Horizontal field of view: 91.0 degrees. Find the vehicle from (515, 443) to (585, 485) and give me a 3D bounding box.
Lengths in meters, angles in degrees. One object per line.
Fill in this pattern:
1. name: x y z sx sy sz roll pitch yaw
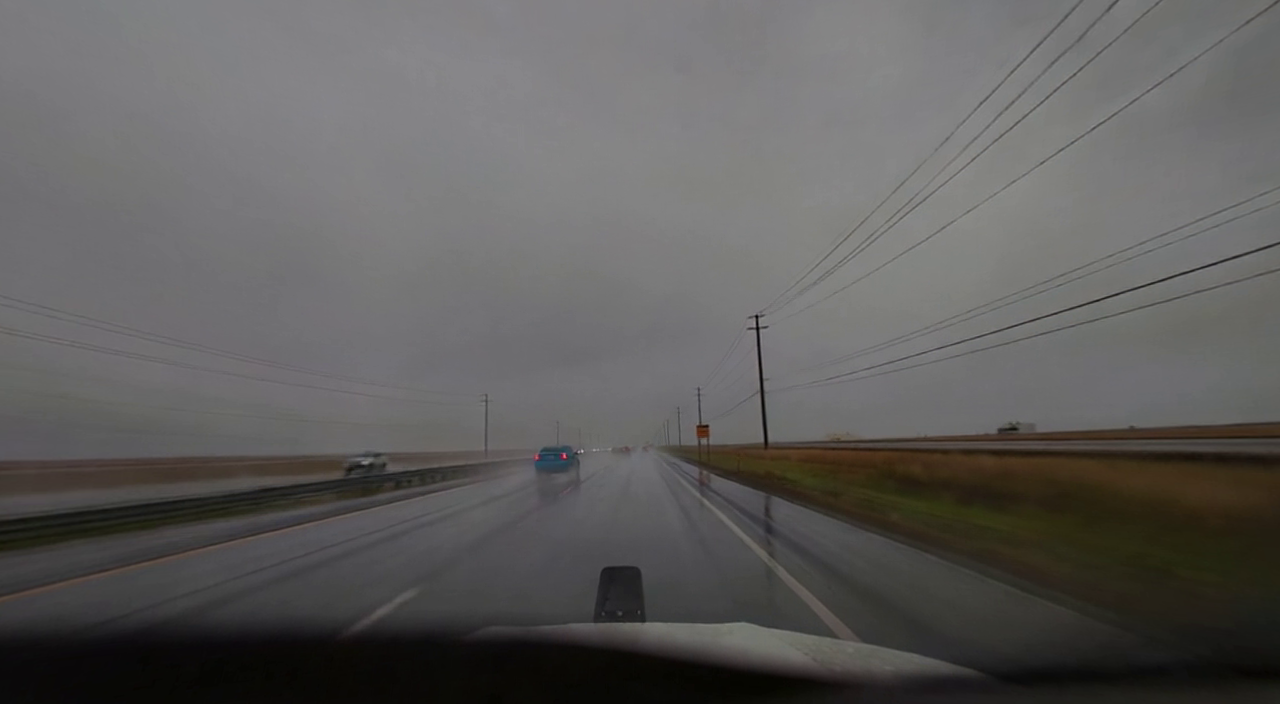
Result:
1. vehicle: -3.568 4.522 25.788 2.106 1.543 4.465 0 -9 1
